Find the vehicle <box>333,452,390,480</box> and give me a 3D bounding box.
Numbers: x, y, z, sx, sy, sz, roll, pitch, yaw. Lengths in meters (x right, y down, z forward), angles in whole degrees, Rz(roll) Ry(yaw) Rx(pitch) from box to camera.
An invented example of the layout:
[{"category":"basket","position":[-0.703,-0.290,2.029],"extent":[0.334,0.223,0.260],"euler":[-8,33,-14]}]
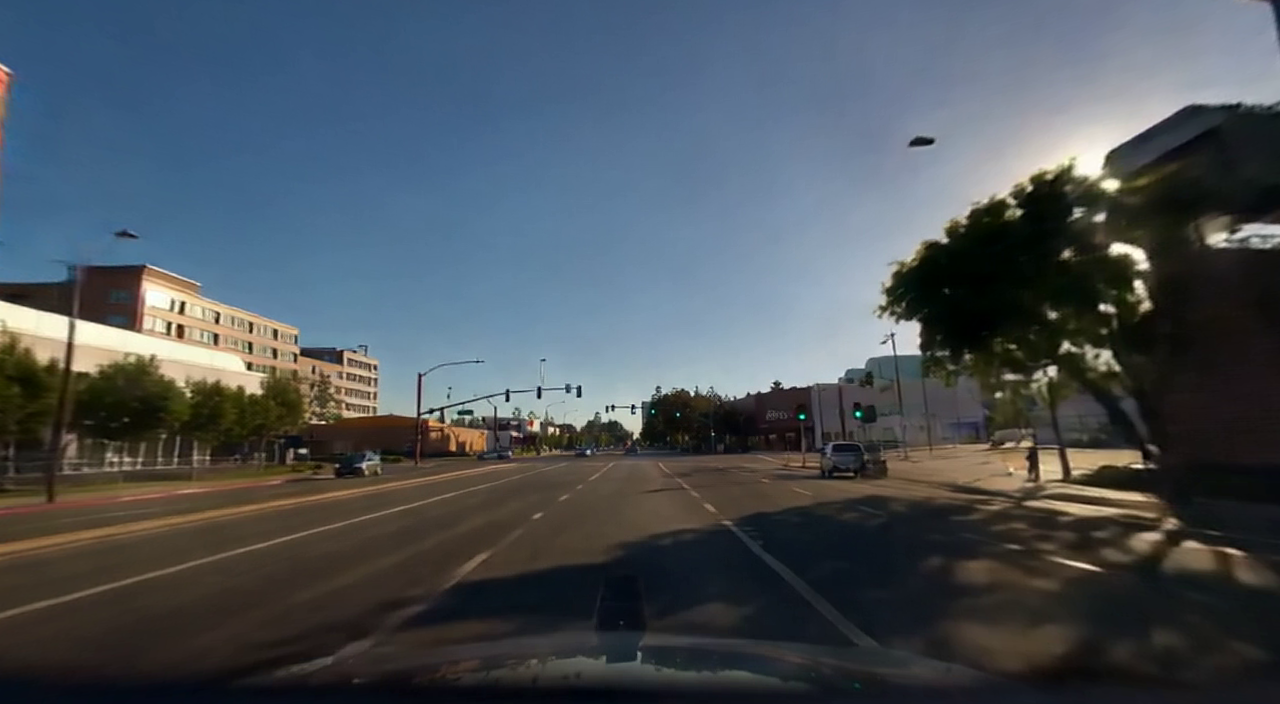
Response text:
[{"category":"vehicle","position":[-16.204,6.619,37.048],"extent":[1.930,1.473,4.480],"euler":[1,-8,-9]}]
